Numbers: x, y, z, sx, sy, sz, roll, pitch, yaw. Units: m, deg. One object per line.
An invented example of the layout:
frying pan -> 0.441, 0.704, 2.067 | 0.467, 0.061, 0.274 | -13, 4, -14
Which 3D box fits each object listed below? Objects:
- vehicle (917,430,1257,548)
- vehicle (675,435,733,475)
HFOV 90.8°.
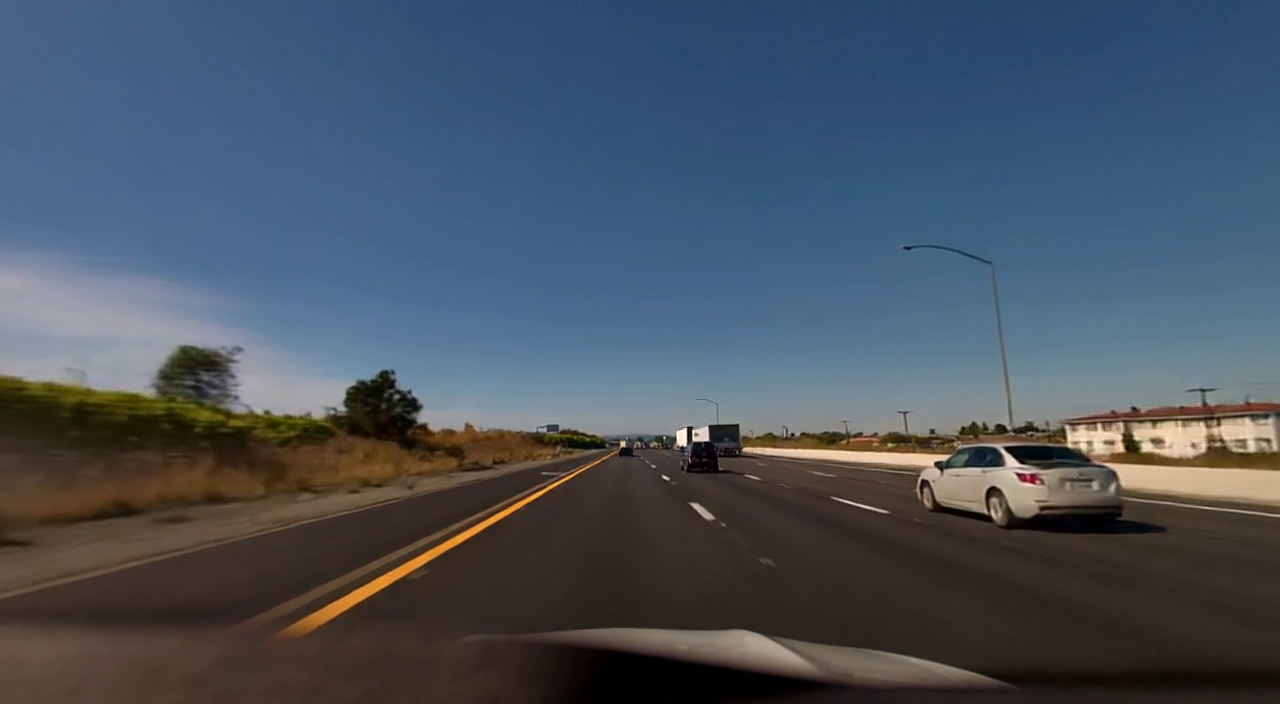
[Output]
vehicle -> 6.870, 2.126, 10.664 | 2.046, 1.509, 4.929 | 0, -8, -1
vehicle -> 2.992, 4.935, 30.586 | 2.141, 1.785, 4.778 | 0, -8, -2
